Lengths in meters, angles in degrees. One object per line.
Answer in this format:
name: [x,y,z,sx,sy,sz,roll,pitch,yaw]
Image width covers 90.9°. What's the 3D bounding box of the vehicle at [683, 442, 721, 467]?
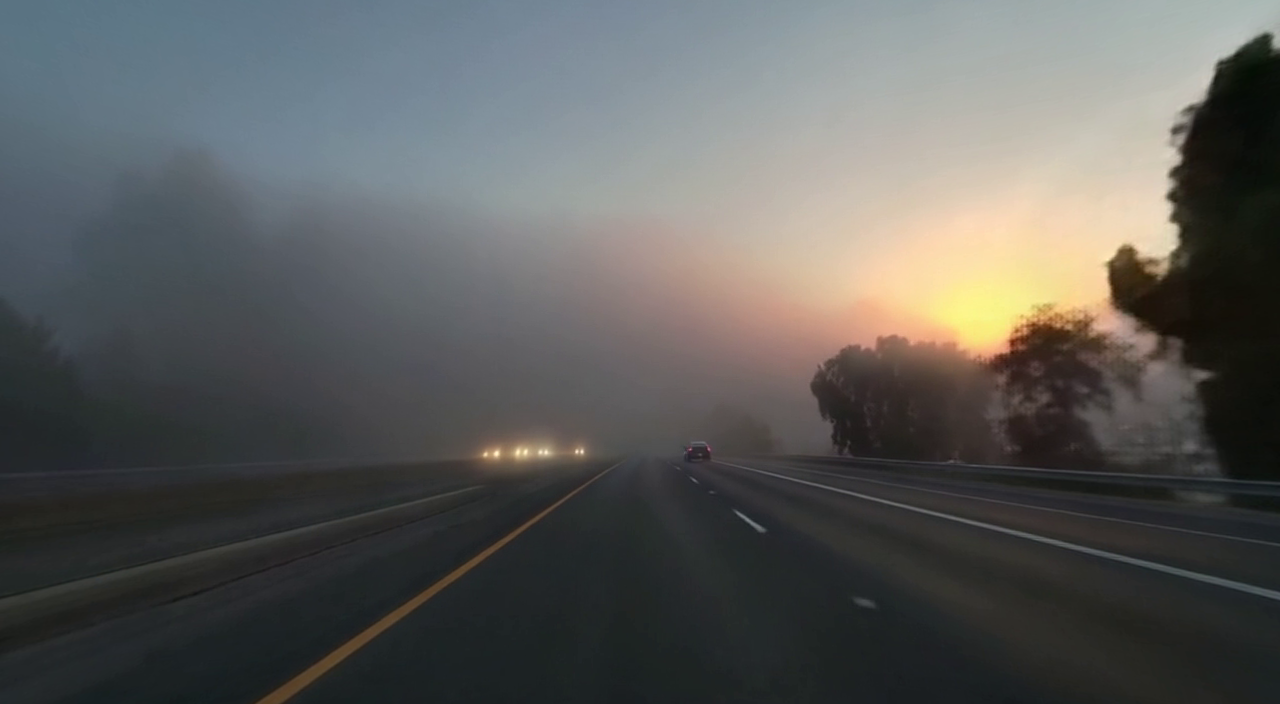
vehicle: [4.002,6.645,41.232,2.062,1.518,4.026,0,-8,-1]
